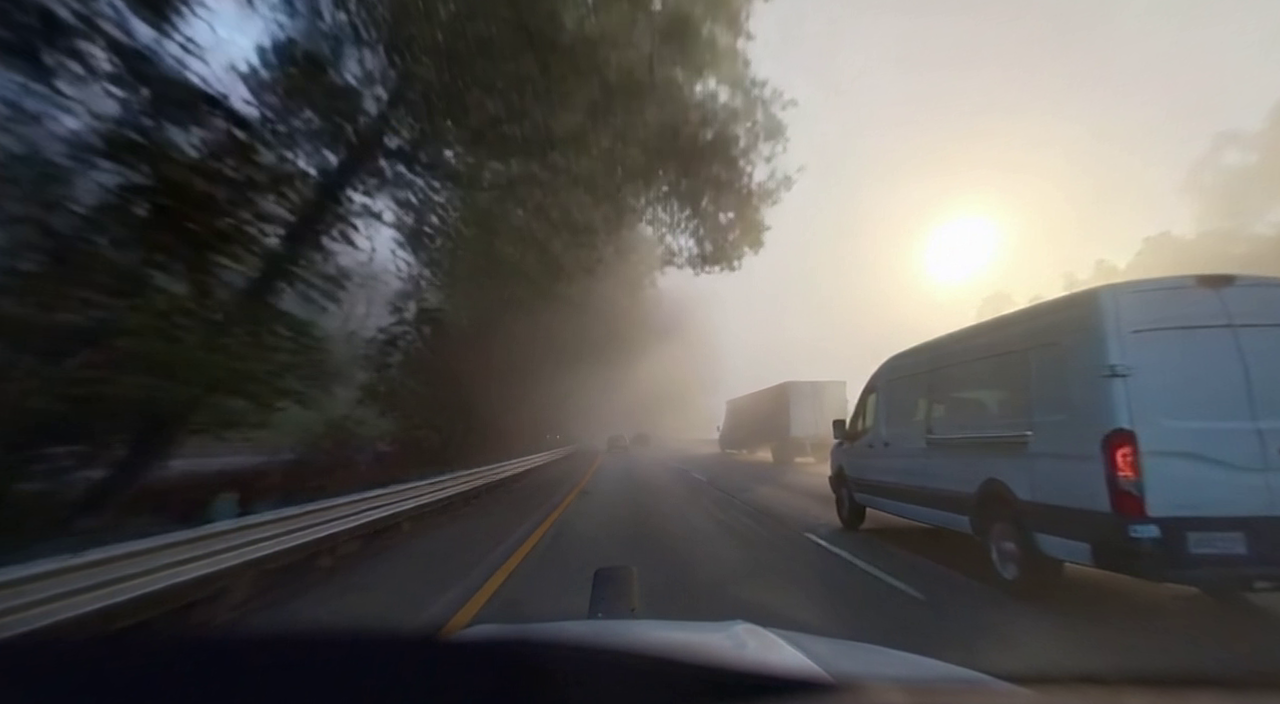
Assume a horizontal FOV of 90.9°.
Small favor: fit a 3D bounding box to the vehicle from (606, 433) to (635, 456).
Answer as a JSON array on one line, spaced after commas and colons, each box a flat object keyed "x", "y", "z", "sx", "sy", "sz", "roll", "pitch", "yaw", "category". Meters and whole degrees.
[{"x": -1.513, "y": 6.956, "z": 47.474, "sx": 2.088, "sy": 1.671, "sz": 4.068, "roll": 0, "pitch": -8, "yaw": -2, "category": "vehicle"}]

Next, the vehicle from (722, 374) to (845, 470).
[{"x": 7.082, "y": 3.938, "z": 34.176, "sx": 2.888, "sy": 4.093, "sz": 14.227, "roll": 0, "pitch": -8, "yaw": -2, "category": "vehicle"}]

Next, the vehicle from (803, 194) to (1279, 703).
[{"x": 3.500, "y": 0.857, "z": 5.576, "sx": 2.436, "sy": 2.521, "sz": 5.409, "roll": 0, "pitch": -8, "yaw": -2, "category": "vehicle"}]
